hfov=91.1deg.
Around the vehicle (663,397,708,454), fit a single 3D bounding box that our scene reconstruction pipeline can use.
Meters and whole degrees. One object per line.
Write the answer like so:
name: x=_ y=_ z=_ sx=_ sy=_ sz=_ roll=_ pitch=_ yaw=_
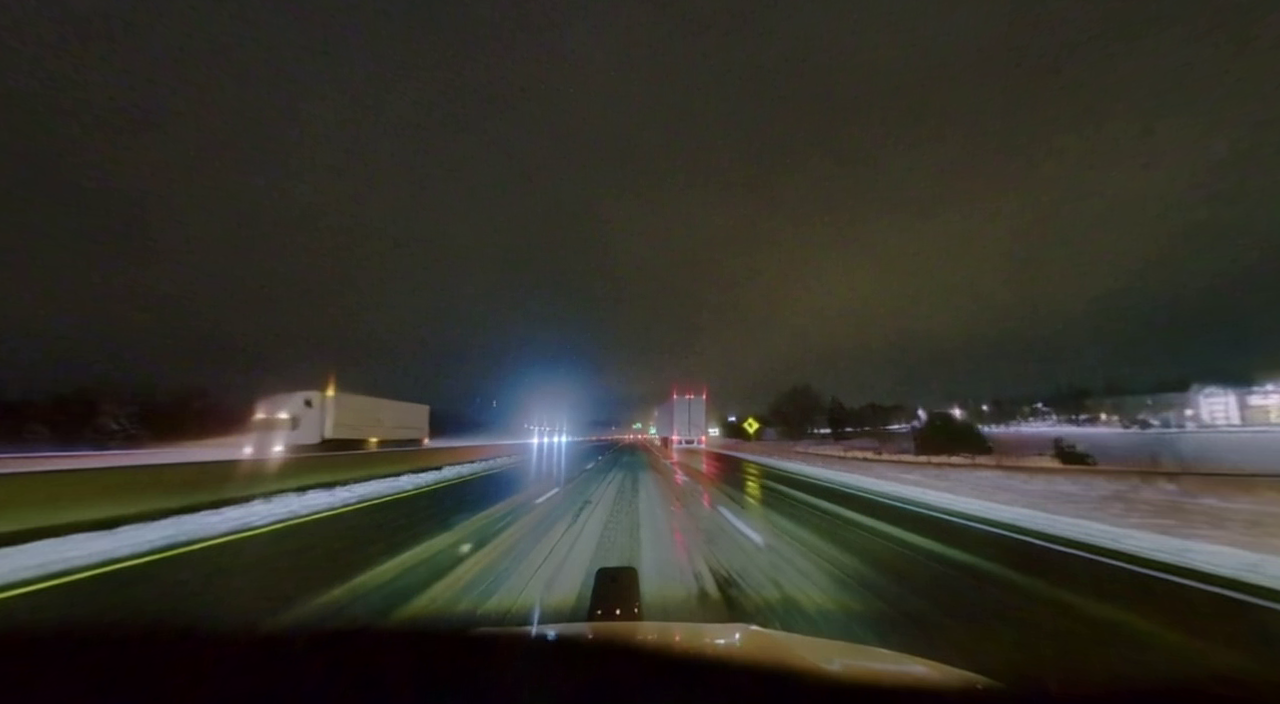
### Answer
vehicle: x=3.384 y=5.765 z=48.888 sx=2.859 sy=3.981 sz=8.596 roll=0 pitch=-8 yaw=0
